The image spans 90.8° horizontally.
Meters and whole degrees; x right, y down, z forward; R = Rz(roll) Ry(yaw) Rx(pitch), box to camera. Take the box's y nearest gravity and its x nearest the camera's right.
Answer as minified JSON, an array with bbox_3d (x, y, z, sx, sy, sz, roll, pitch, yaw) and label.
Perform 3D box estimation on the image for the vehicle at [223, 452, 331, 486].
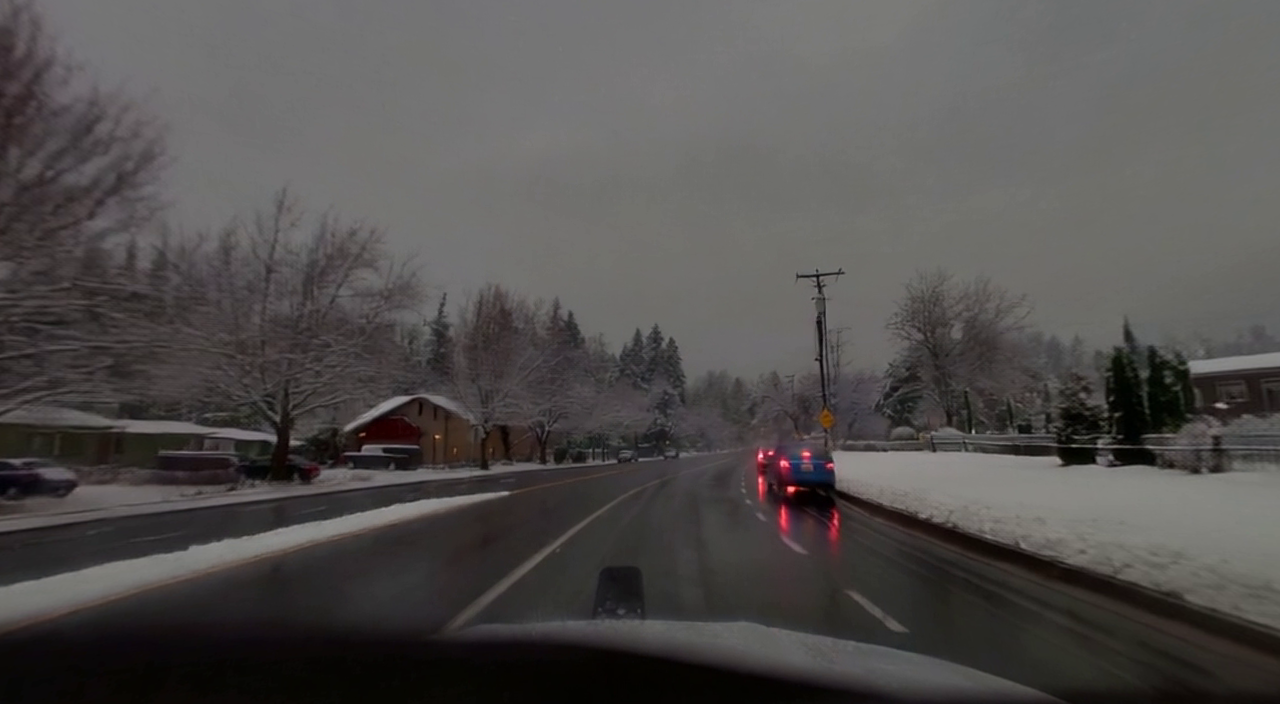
[{"bbox_3d":[-17.469,5.597,30.467,4.284,1.549,1.828,-2,-9,12],"label":"vehicle"}]

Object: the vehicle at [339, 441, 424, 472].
[{"bbox_3d":[-18.290,7.387,44.782,5.134,2.110,2.040,-1,-9,6],"label":"vehicle"}]

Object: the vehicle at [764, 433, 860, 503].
[{"bbox_3d":[4.914,3.349,18.687,1.989,1.782,4.351,-1,-9,6],"label":"vehicle"}]
